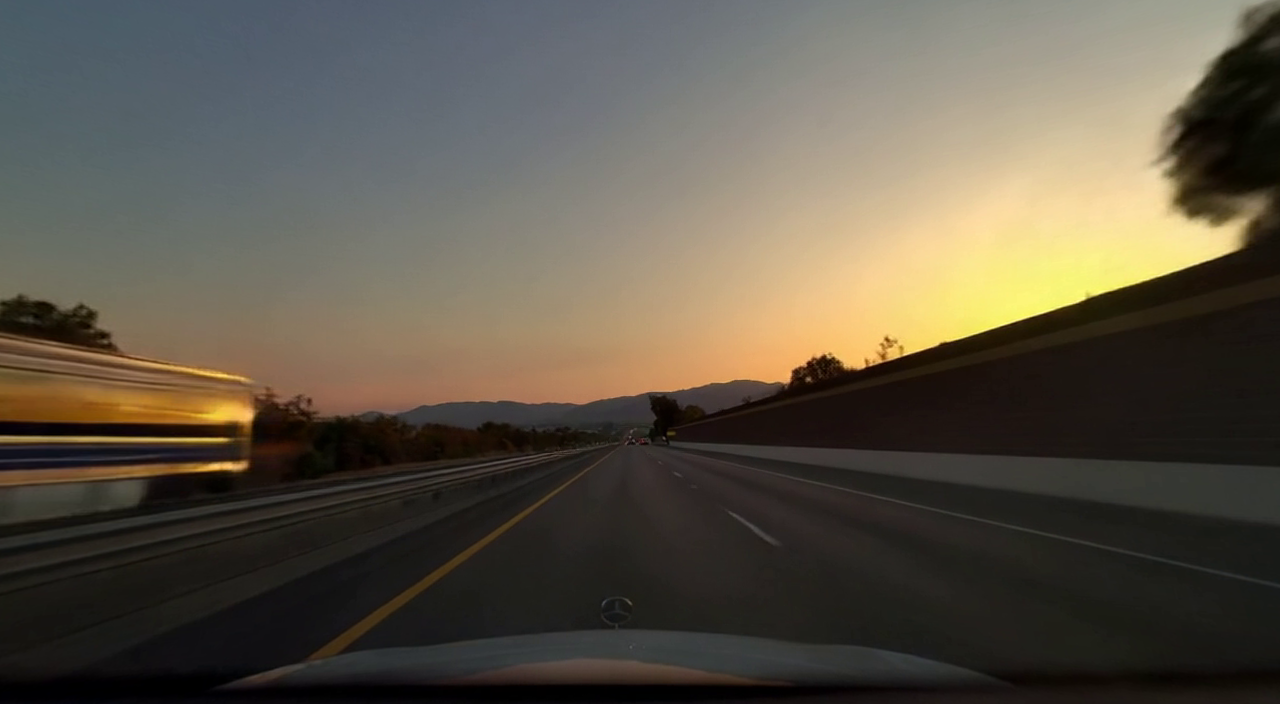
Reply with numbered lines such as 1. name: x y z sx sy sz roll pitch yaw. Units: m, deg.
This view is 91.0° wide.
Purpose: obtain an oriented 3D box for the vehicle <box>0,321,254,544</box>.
1. vehicle: -13.352 1.582 12.134 3.177 4.058 14.074 0 -8 -1
